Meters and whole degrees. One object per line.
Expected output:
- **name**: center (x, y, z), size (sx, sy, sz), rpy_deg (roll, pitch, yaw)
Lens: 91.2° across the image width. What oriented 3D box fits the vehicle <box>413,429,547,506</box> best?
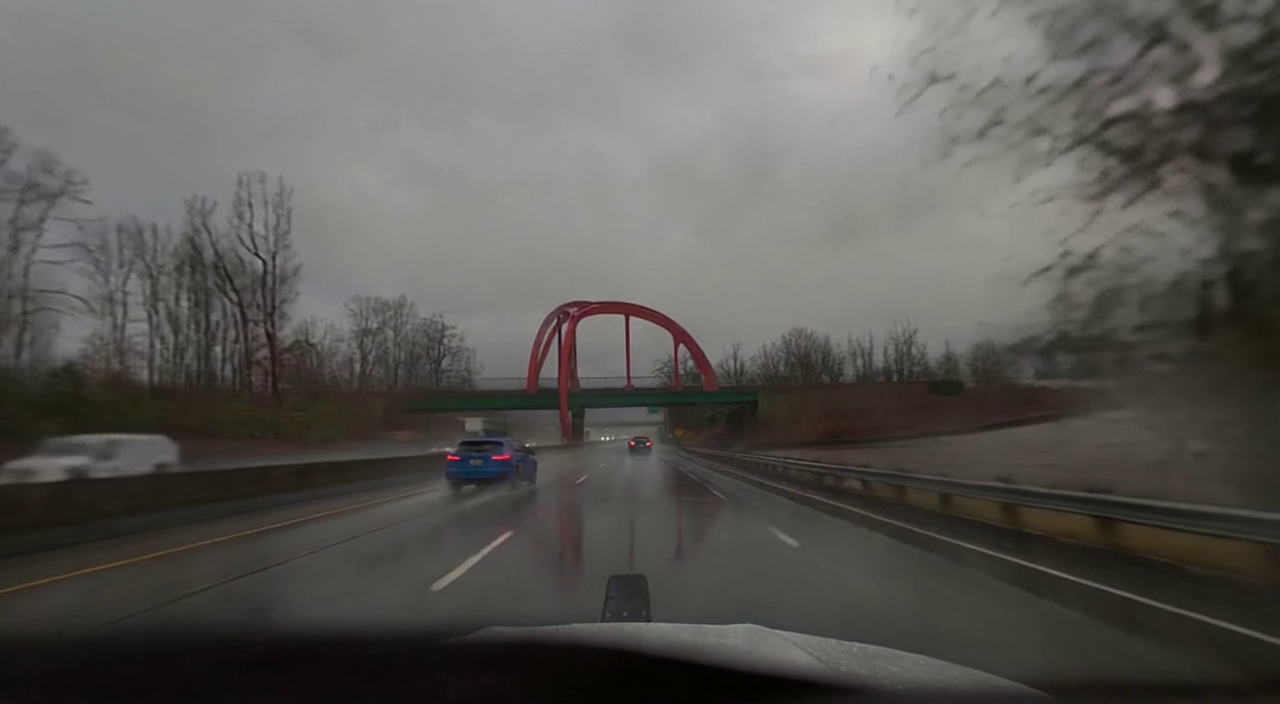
- **vehicle**: center (-3.600, 2.678, 15.045), size (2.052, 1.556, 4.405), rpy_deg (0, -8, 0)
